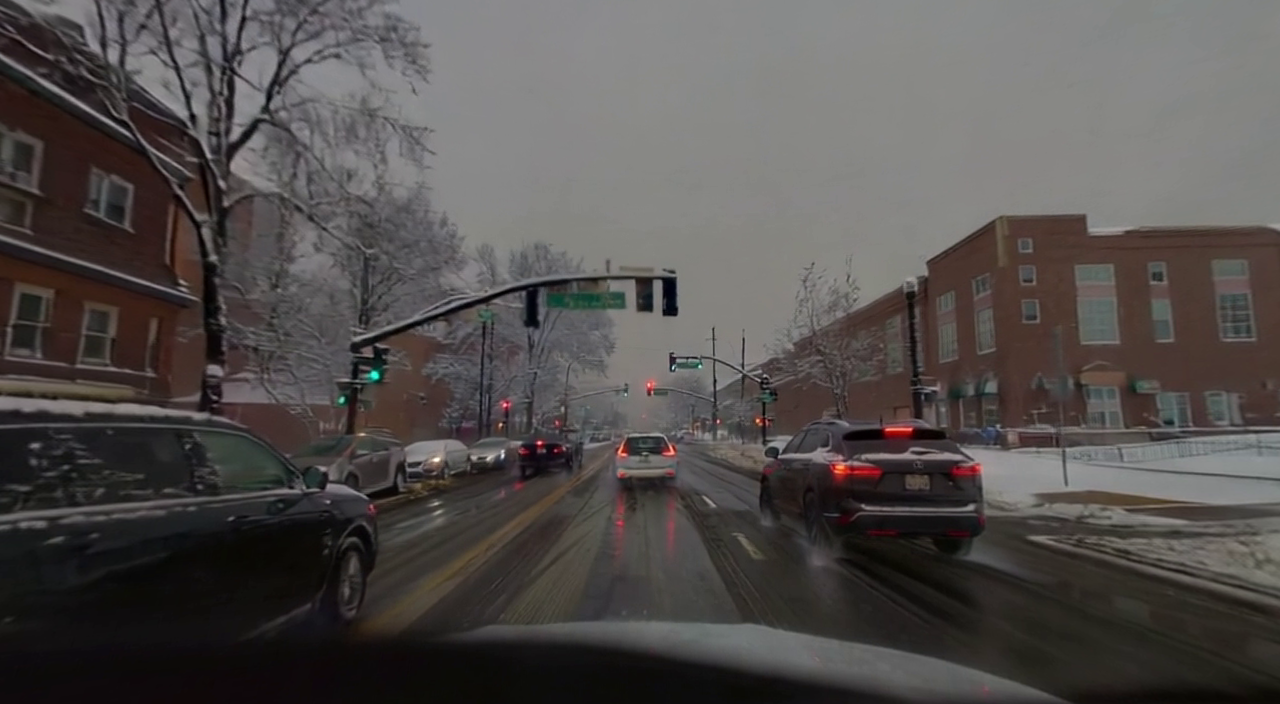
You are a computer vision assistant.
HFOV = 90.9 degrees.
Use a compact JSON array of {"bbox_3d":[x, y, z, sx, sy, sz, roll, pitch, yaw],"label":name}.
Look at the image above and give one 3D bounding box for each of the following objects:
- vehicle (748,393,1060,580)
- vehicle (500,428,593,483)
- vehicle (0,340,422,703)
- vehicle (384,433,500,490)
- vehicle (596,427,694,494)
[{"bbox_3d":[2.820,1.554,8.078,2.094,1.709,4.394,0,-8,0],"label":"vehicle"},{"bbox_3d":[-2.750,3.177,19.696,2.019,1.507,4.643,-1,-8,2],"label":"vehicle"},{"bbox_3d":[-3.023,1.011,3.569,2.085,1.619,3.976,0,-8,1],"label":"vehicle"},{"bbox_3d":[-5.784,3.220,19.031,1.864,1.502,4.459,0,-8,3],"label":"vehicle"},{"bbox_3d":[0.100,2.709,16.127,2.139,1.466,4.373,0,-8,0],"label":"vehicle"}]
